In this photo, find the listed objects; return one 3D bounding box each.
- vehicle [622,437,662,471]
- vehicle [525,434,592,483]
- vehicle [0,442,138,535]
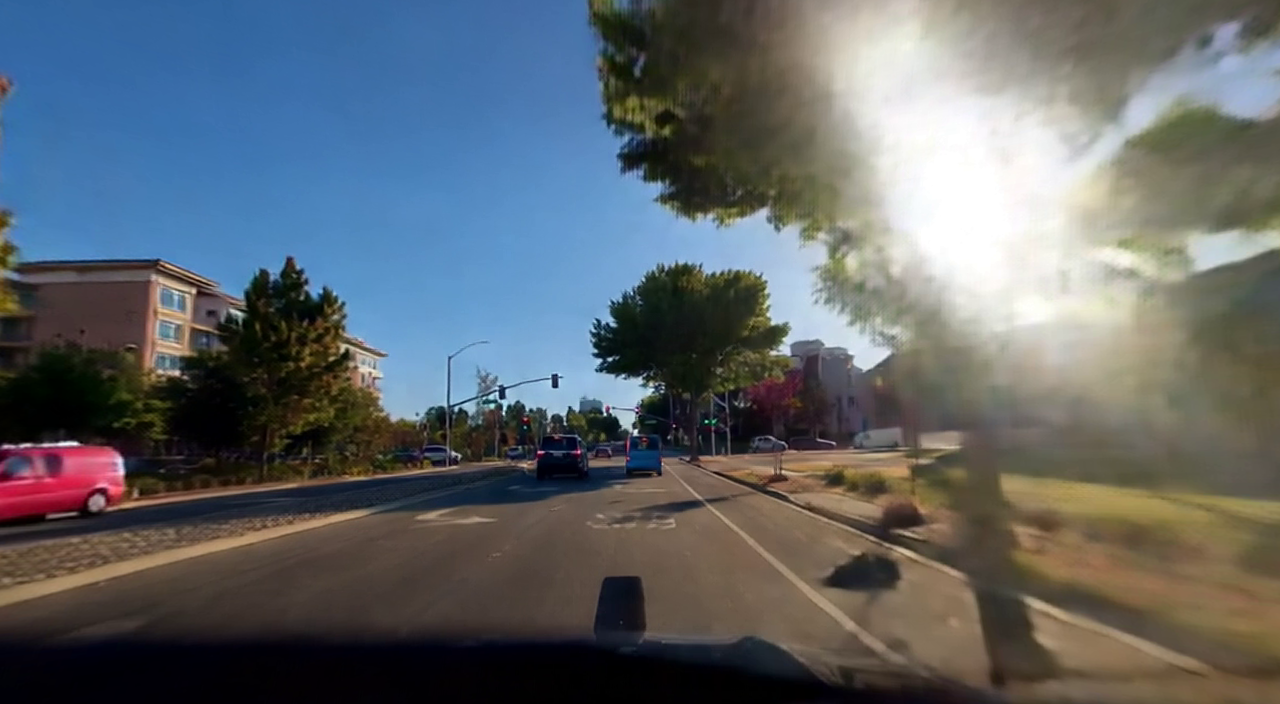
[{"bbox_3d":[0.055,5.668,35.315,2.088,1.735,4.801,0,-8,-1],"label":"vehicle"},{"bbox_3d":[-3.121,4.185,25.133,2.097,1.755,4.336,0,-8,0],"label":"vehicle"},{"bbox_3d":[-14.033,2.940,13.936,1.996,1.886,4.692,0,-8,0],"label":"vehicle"}]
